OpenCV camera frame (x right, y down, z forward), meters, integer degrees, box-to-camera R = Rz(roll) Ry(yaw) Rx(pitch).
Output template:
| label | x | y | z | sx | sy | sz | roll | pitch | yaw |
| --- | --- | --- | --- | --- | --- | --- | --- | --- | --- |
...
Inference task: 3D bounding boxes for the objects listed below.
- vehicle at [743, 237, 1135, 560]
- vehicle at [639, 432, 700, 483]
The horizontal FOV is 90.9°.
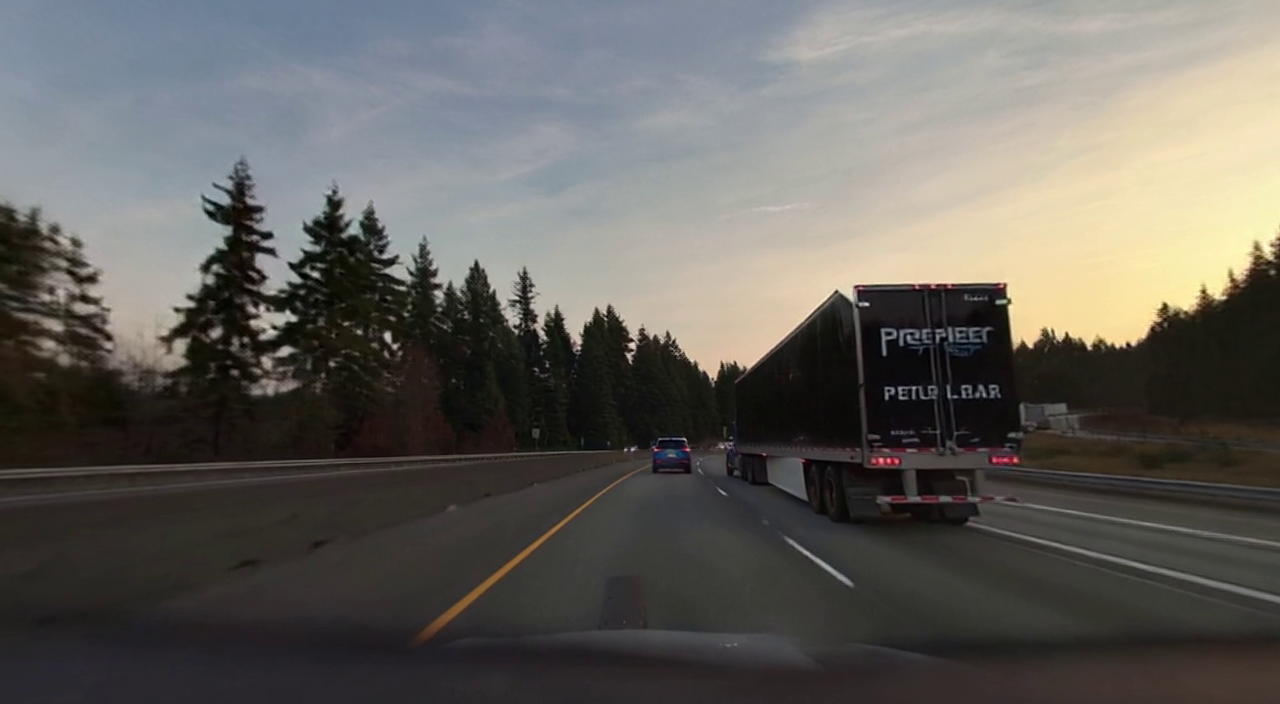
| label | x | y | z | sx | sy | sz | roll | pitch | yaw |
| --- | --- | --- | --- | --- | --- | --- | --- | --- | --- |
| vehicle | 5.114 | 1.742 | 16.418 | 2.899 | 4.160 | 16.621 | 0 | -8 | 3 |
| vehicle | 1.204 | 4.213 | 25.416 | 2.222 | 1.848 | 4.610 | 0 | -8 | 3 |
